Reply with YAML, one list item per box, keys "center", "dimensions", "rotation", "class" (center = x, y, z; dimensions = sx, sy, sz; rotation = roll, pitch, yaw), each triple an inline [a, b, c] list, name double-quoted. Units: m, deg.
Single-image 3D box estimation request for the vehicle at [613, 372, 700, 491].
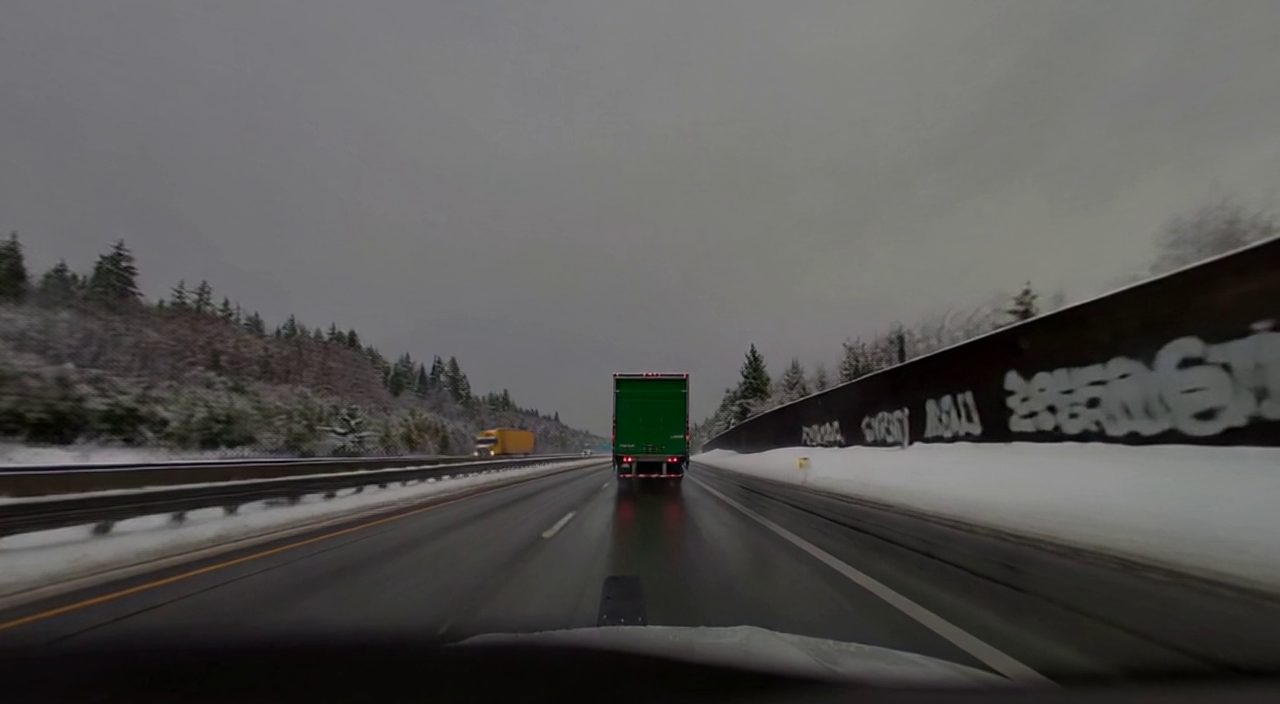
- center: [0.435, 3.439, 26.236]
  dimensions: [2.900, 3.955, 10.151]
  rotation: [0, -9, -1]
  class: "vehicle"
